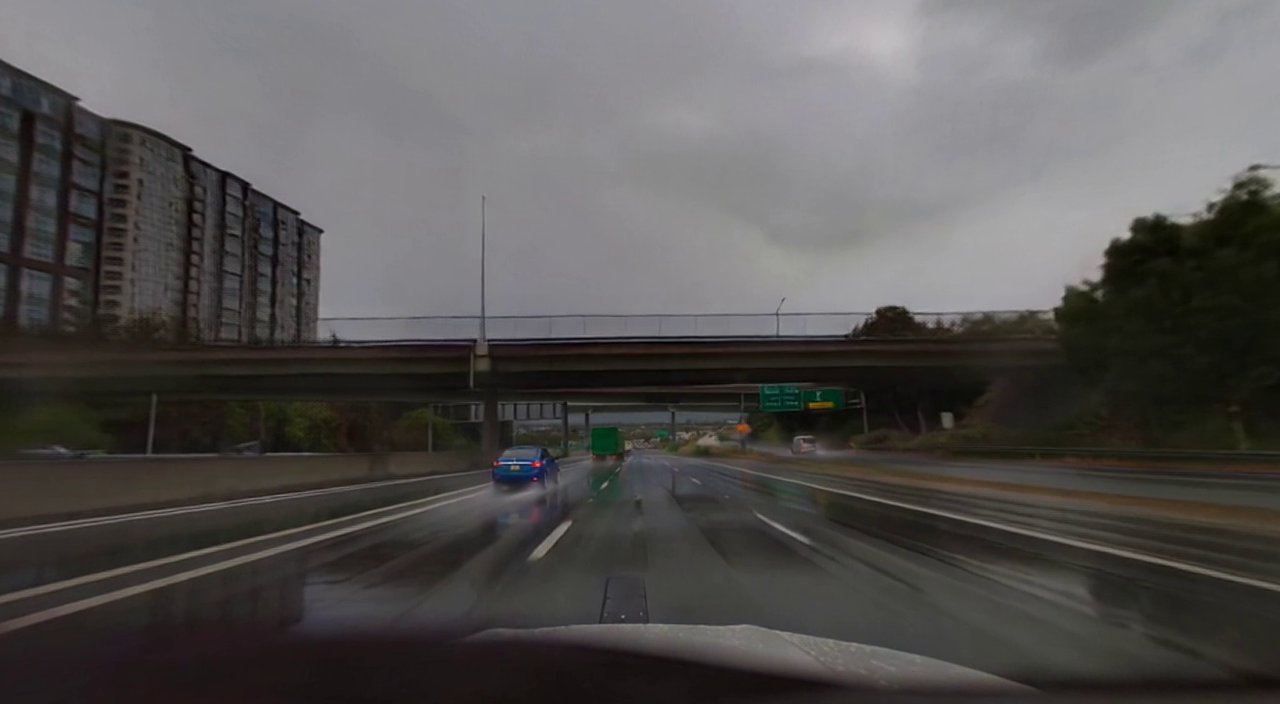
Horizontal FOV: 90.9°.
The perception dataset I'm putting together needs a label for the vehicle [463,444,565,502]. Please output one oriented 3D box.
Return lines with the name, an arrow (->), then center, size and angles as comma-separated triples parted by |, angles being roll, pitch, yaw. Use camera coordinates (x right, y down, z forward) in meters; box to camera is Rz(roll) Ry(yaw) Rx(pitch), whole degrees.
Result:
vehicle -> -3.552, 3.515, 18.714 | 2.039, 1.478, 4.483 | 0, -9, 1
